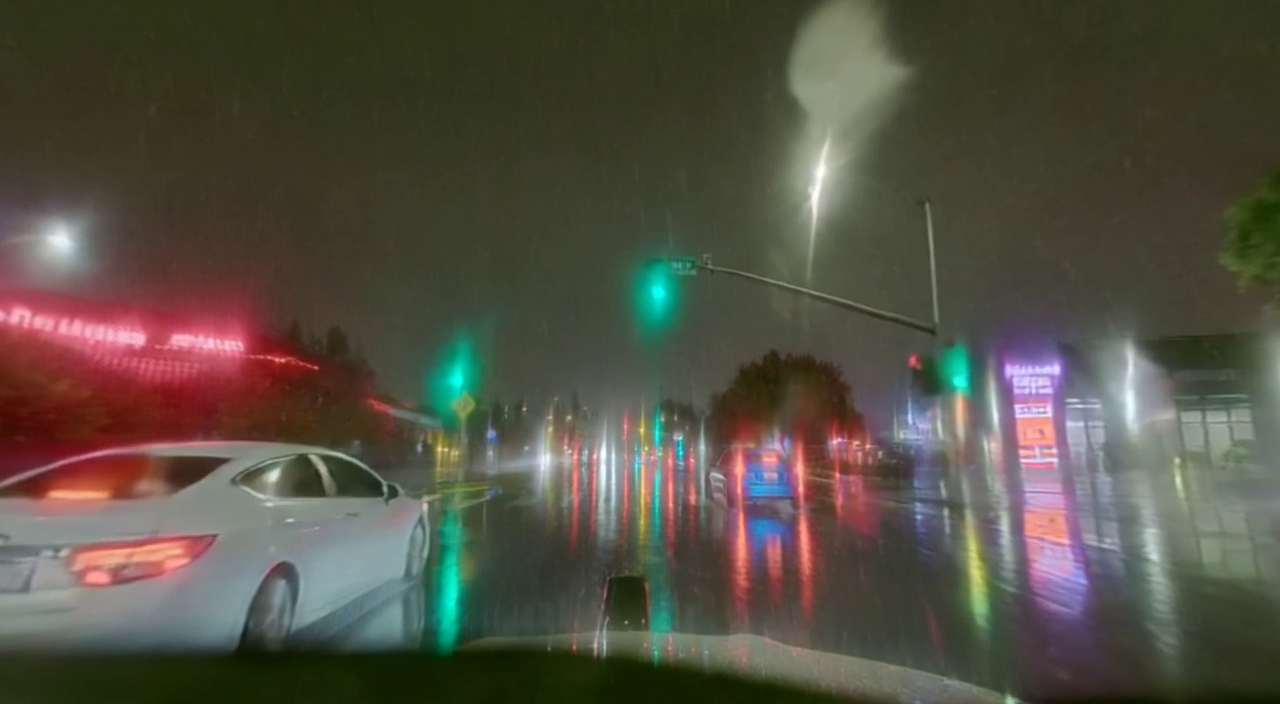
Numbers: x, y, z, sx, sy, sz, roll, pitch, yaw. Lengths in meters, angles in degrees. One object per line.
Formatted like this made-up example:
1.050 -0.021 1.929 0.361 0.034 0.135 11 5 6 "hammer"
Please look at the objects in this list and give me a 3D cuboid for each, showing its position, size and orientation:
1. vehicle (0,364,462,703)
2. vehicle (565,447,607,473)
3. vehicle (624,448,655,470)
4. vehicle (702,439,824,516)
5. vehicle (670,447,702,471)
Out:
-3.013 1.222 4.411 2.032 1.639 5.037 -1 -8 1 "vehicle"
-3.192 6.496 38.142 2.040 1.471 4.211 -1 -8 2 "vehicle"
-0.078 7.614 45.096 2.070 1.460 4.118 0 -8 -1 "vehicle"
2.697 2.847 14.878 1.946 1.513 4.133 0 -8 -1 "vehicle"
3.265 7.650 45.190 1.931 1.552 4.125 0 -8 0 "vehicle"
